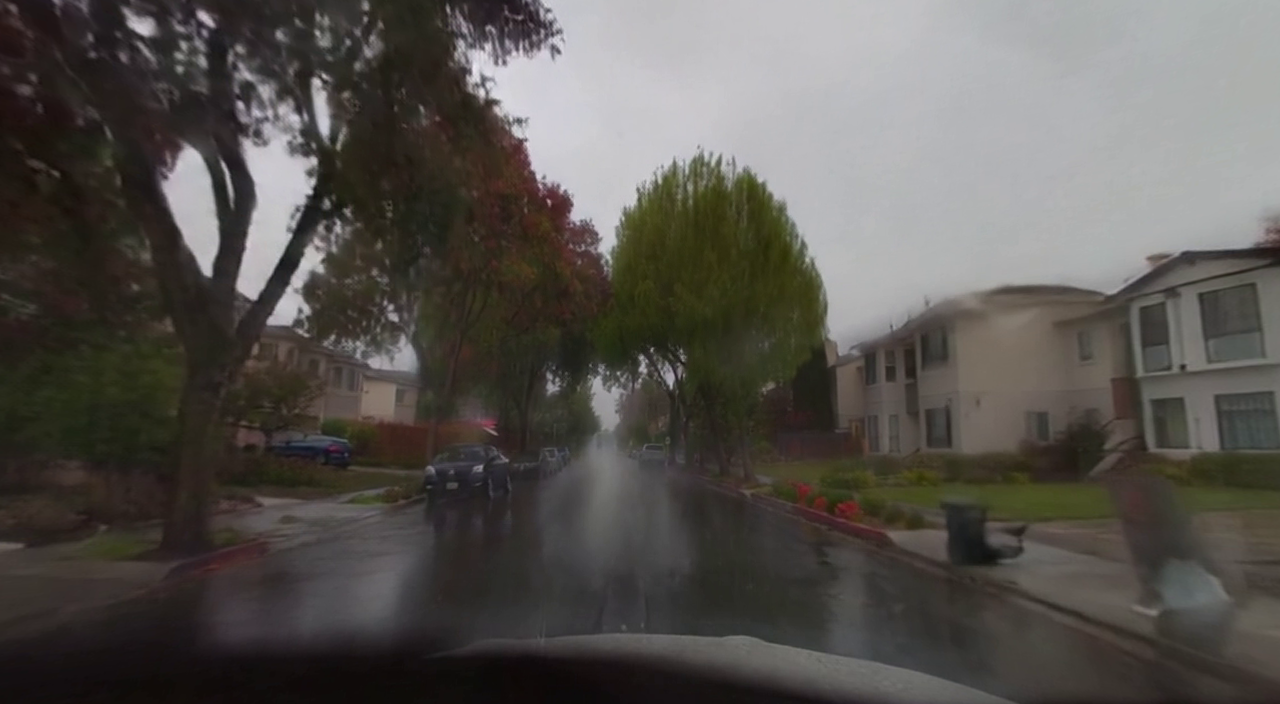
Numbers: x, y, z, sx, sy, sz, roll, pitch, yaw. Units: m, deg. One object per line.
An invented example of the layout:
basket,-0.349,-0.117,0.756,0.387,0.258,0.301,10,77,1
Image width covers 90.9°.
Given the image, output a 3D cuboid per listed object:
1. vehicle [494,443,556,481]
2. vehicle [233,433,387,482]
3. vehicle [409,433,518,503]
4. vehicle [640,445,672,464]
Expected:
vehicle,-5.046,4.908,28.388,2.086,1.493,4.582,-1,-9,-2
vehicle,-11.820,3.796,22.824,4.414,1.658,1.988,0,-9,-3
vehicle,-4.717,3.199,17.615,1.974,1.664,4.539,0,-10,-4
vehicle,1.207,8.087,49.850,2.000,1.456,5.251,1,-9,-5
